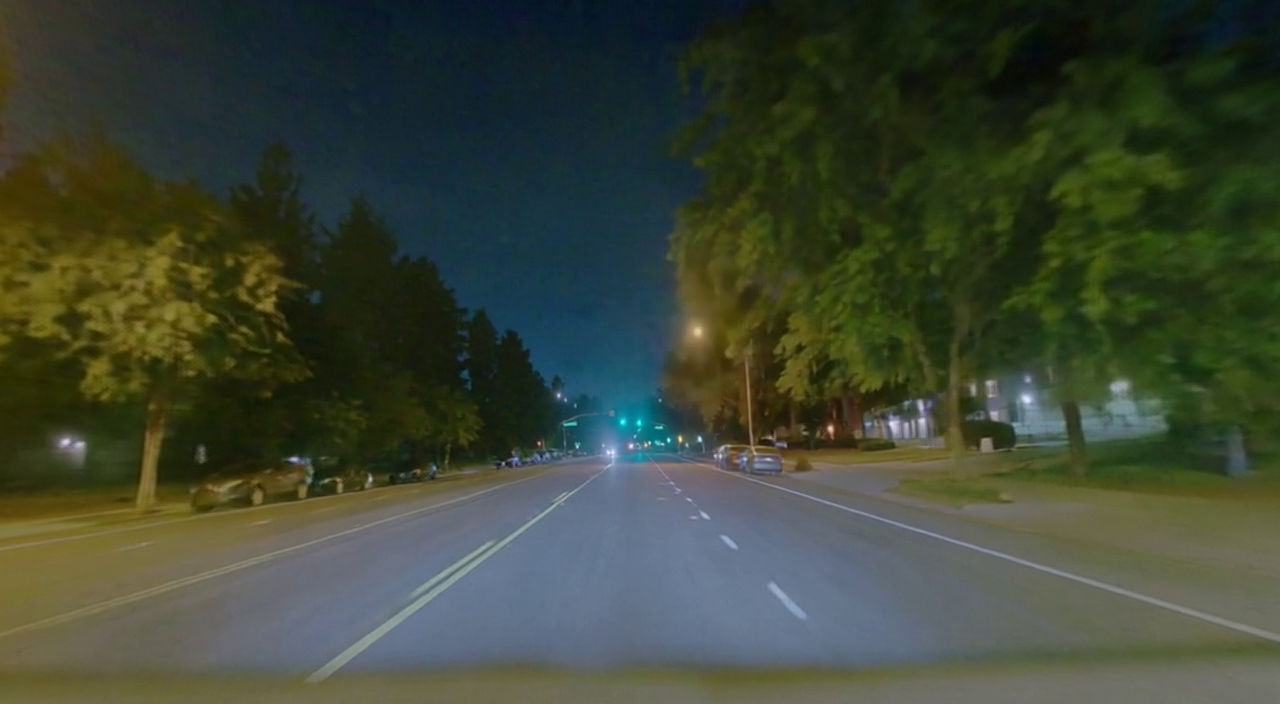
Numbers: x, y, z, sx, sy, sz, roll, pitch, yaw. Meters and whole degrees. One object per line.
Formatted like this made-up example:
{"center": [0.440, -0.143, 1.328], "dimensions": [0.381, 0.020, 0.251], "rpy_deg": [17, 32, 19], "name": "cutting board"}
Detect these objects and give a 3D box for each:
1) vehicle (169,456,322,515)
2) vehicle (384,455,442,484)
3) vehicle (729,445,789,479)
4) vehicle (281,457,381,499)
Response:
{"center": [-12.742, 4.310, 20.869], "dimensions": [2.078, 1.618, 4.650], "rpy_deg": [0, -9, -1], "name": "vehicle"}
{"center": [-12.843, 6.663, 36.042], "dimensions": [1.812, 1.454, 4.351], "rpy_deg": [0, -9, -1], "name": "vehicle"}
{"center": [5.584, 5.186, 30.114], "dimensions": [1.875, 1.466, 4.355], "rpy_deg": [0, -9, -2], "name": "vehicle"}
{"center": [-12.769, 5.207, 26.482], "dimensions": [1.817, 1.485, 4.687], "rpy_deg": [0, -9, 0], "name": "vehicle"}
